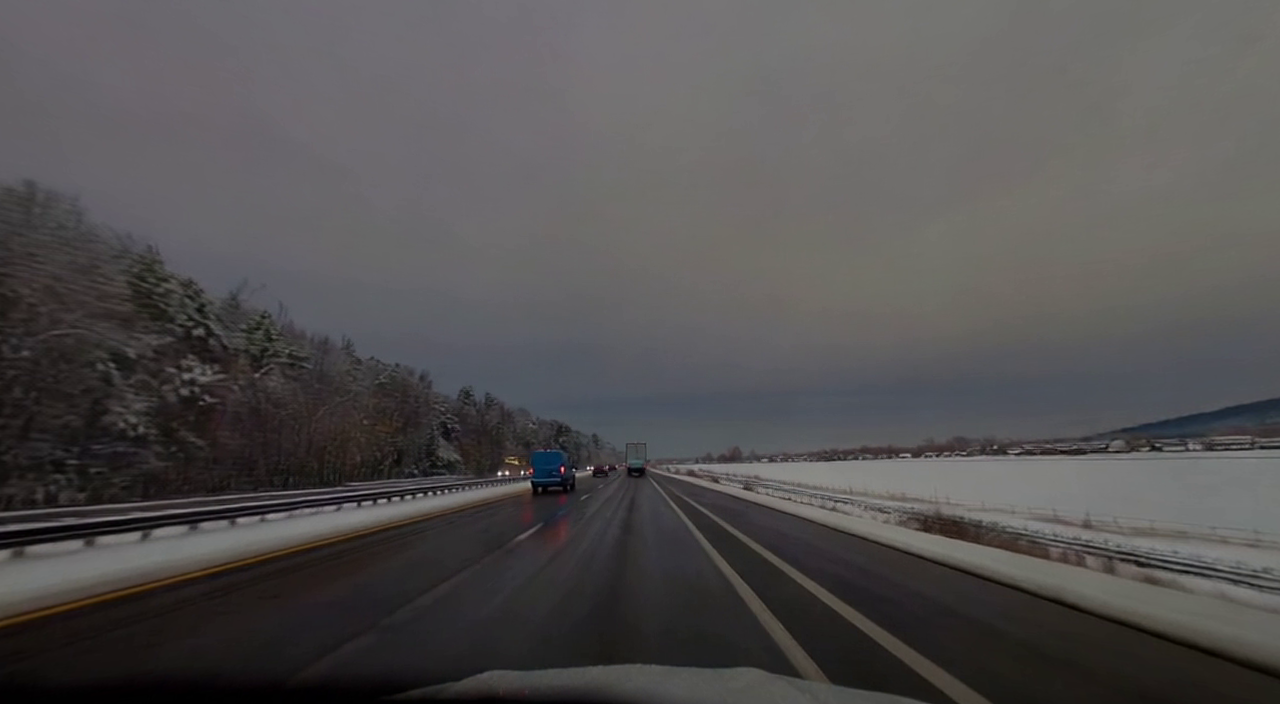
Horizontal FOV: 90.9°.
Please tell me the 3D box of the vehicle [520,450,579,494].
[{"bbox_3d":[-4.389,5.922,31.299,2.208,1.973,4.716,1,-10,0],"label":"vehicle"}]
